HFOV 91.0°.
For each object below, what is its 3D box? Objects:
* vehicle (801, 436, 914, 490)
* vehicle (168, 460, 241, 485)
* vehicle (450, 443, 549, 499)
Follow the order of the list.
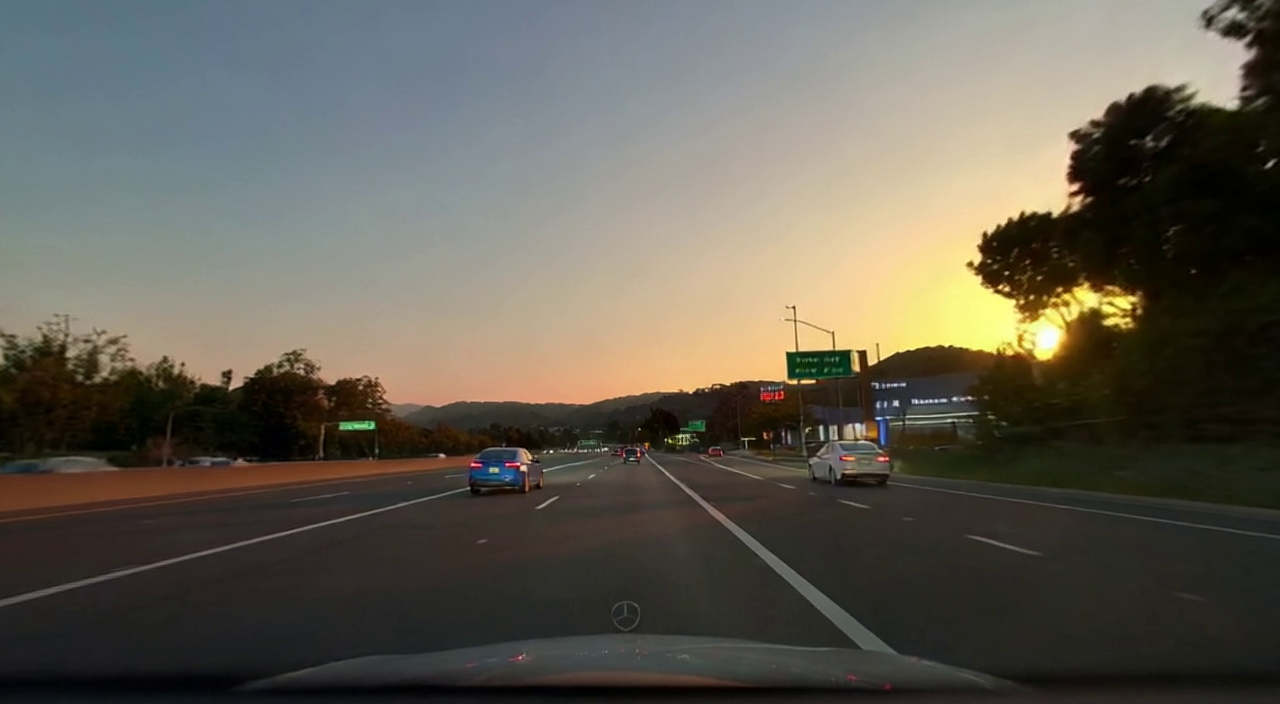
[{"bbox_3d":[7.191,3.741,21.524,2.035,1.566,5.409,0,-9,1],"label":"vehicle"},{"bbox_3d":[-29.774,8.232,43.199,1.848,1.506,4.470,0,-9,0],"label":"vehicle"},{"bbox_3d":[-4.296,3.705,20.044,2.071,1.553,4.388,0,-9,1],"label":"vehicle"}]
